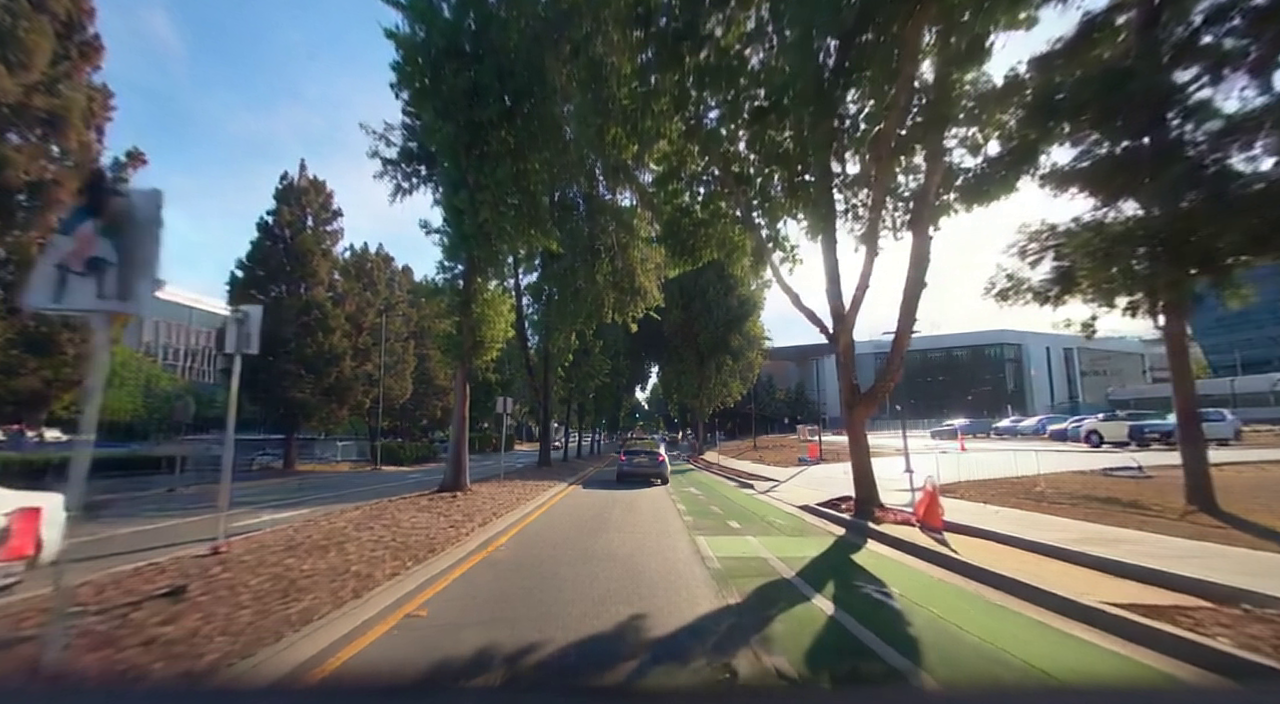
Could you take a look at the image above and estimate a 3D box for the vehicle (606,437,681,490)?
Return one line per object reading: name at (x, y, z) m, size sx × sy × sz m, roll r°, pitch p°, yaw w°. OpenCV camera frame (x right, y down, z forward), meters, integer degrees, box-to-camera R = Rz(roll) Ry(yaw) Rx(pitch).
vehicle at (0.124, 3.514, 20.273) m, size 2.114 × 1.493 × 4.430 m, roll 0°, pitch -9°, yaw 1°
